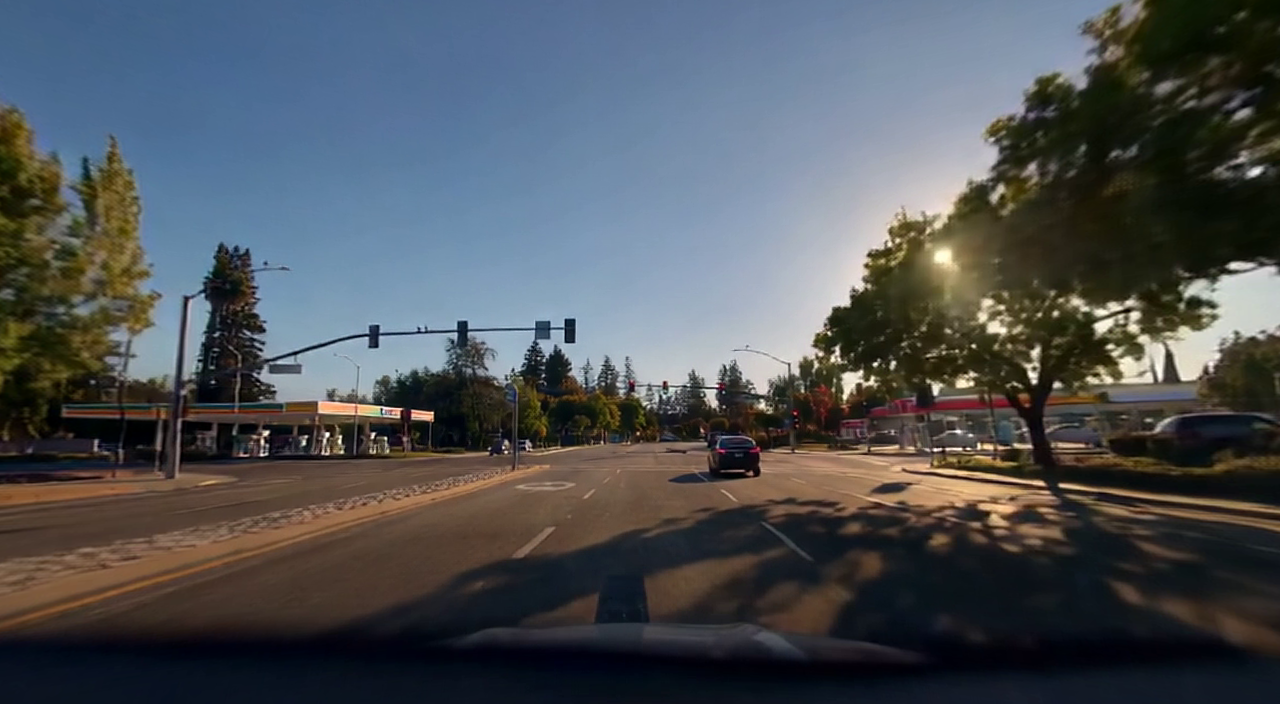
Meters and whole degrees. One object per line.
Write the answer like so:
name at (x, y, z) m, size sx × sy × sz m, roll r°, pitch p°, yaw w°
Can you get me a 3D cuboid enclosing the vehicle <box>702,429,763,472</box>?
vehicle at (3.995, 4.338, 27.803) m, size 2.090 × 1.717 × 4.063 m, roll 0°, pitch -8°, yaw 0°
